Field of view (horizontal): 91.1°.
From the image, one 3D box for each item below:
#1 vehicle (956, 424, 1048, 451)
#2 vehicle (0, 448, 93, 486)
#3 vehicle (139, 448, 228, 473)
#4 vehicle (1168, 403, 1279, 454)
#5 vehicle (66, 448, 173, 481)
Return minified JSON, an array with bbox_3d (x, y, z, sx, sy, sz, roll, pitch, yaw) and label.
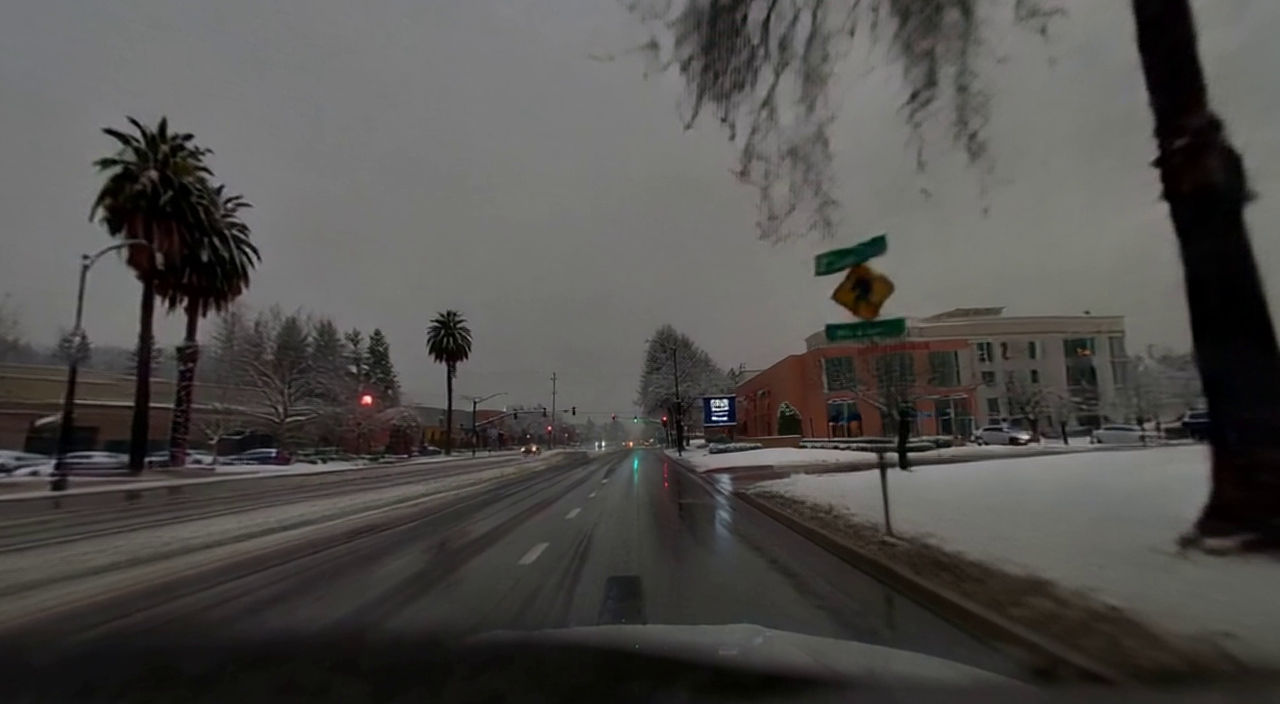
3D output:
[{"bbox_3d":[25.194,6.012,43.832,5.117,1.813,2.052,0,-8,0],"label":"vehicle"},{"bbox_3d":[-29.614,5.571,30.286,4.293,1.529,2.347,-4,-9,0],"label":"vehicle"},{"bbox_3d":[-29.852,7.091,41.099,4.310,1.533,1.917,0,-8,2],"label":"vehicle"},{"bbox_3d":[31.524,4.004,32.693,5.779,2.547,2.437,0,-8,-2],"label":"vehicle"},{"bbox_3d":[-29.531,6.372,35.719,4.463,1.497,1.889,-4,-9,0],"label":"vehicle"}]
